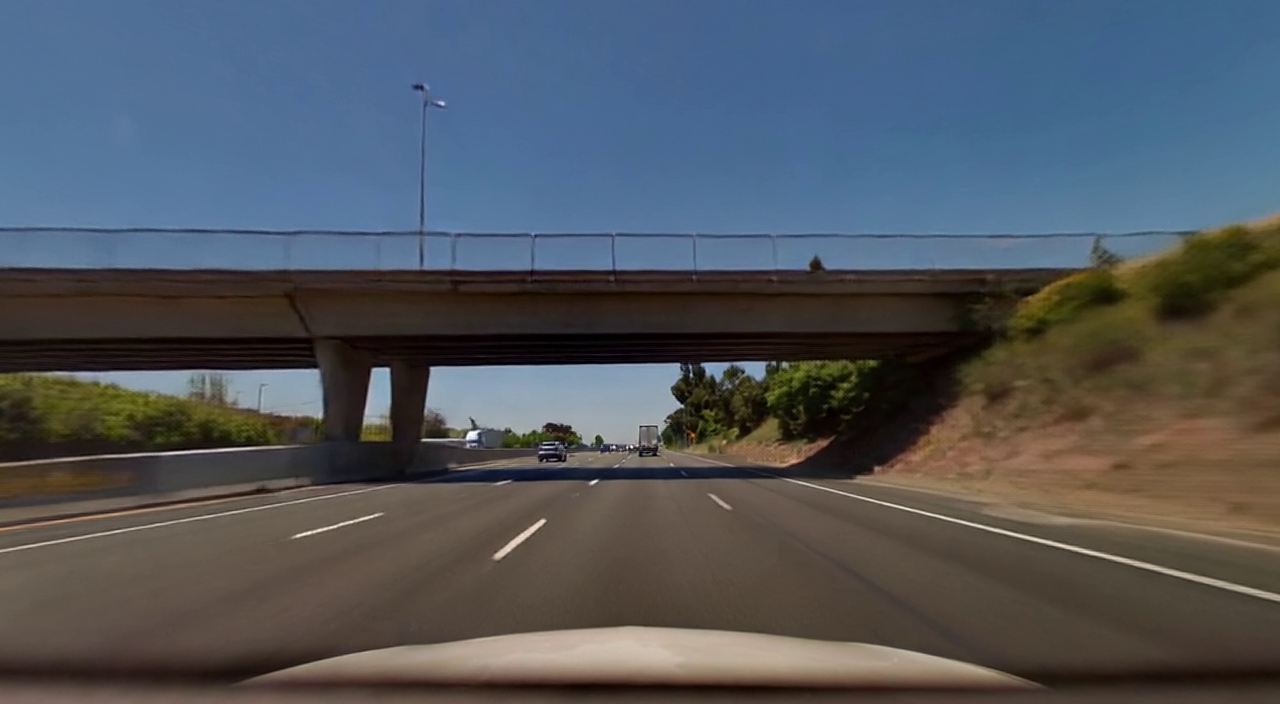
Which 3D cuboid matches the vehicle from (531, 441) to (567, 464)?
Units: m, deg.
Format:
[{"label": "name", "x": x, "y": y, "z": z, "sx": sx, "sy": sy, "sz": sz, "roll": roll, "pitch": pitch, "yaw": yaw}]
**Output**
[{"label": "vehicle", "x": -6.897, "y": 7.675, "z": 48.279, "sx": 1.981, "sy": 1.685, "sz": 4.171, "roll": 0, "pitch": -8, "yaw": 2}]
